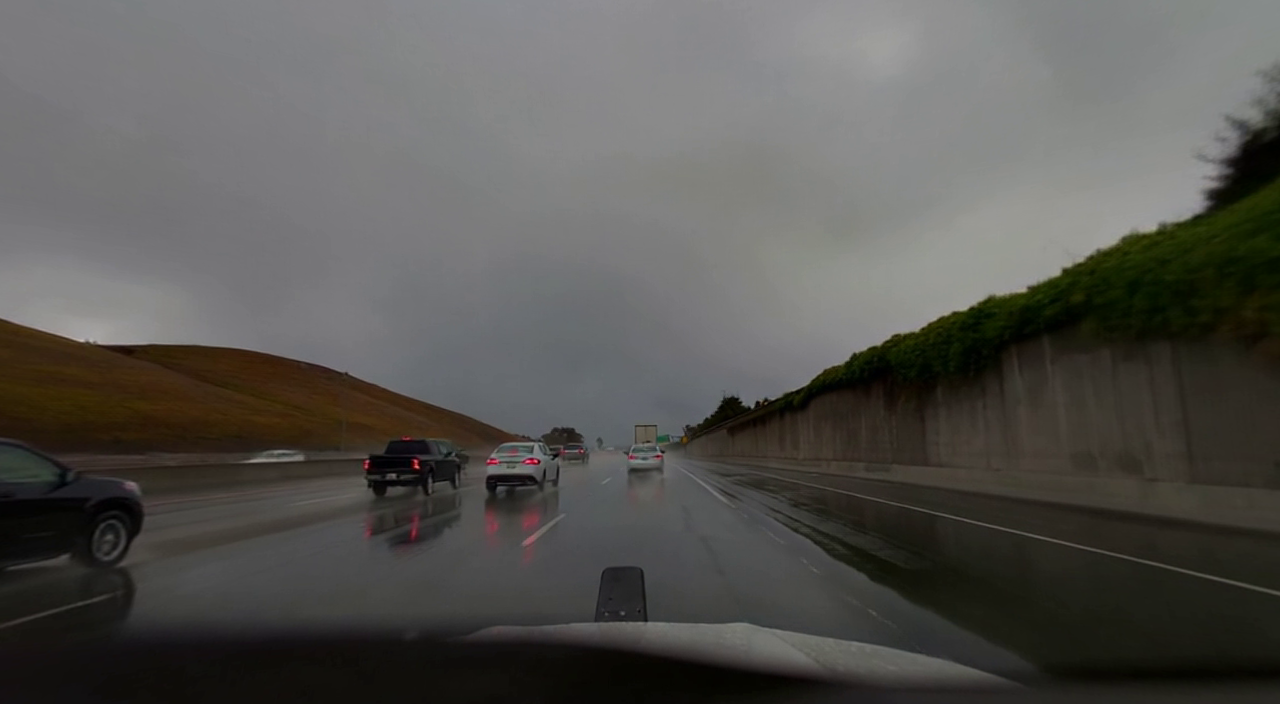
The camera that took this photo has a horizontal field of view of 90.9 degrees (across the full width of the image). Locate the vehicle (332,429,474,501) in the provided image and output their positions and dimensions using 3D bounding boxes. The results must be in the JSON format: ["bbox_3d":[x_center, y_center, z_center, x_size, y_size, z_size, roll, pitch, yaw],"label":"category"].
[{"bbox_3d":[-6.860,3.343,19.082,2.108,1.856,5.214,0,-9,2],"label":"vehicle"}]

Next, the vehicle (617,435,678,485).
[{"bbox_3d":[0.276,4.327,25.515,2.233,1.804,4.273,0,-9,0],"label":"vehicle"}]

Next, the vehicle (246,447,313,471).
[{"bbox_3d":[-27.776,8.220,48.805,2.131,1.696,5.013,0,-9,0],"label":"vehicle"}]

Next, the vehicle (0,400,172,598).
[{"bbox_3d":[-6.989,1.296,5.443,2.215,1.797,4.666,0,-9,1],"label":"vehicle"}]

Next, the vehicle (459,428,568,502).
[{"bbox_3d":[-3.422,3.177,18.104,2.093,1.820,4.506,0,-9,1],"label":"vehicle"}]
